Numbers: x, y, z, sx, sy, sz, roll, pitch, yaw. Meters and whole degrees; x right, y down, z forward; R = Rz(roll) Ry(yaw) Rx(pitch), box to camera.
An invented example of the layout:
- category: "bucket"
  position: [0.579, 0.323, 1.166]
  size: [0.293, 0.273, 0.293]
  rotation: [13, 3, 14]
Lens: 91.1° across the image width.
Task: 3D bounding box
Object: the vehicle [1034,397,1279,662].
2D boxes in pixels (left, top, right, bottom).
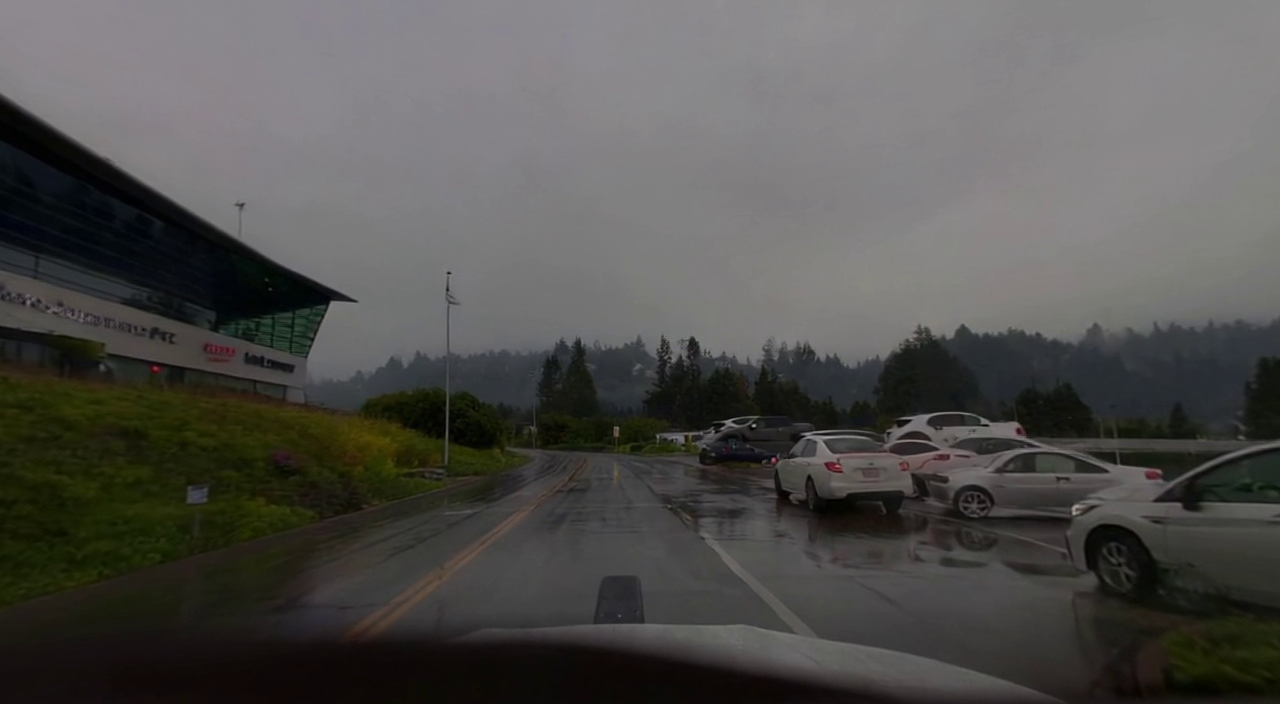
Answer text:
- category: "vehicle"
  position: [5.995, 1.308, 4.709]
  size: [2.113, 1.945, 4.546]
  rotation: [5, -10, -29]

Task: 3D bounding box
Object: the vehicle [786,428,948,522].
- category: "vehicle"
  position: [5.084, 2.804, 14.850]
  size: [1.977, 1.860, 4.237]
  rotation: [0, -9, -4]
